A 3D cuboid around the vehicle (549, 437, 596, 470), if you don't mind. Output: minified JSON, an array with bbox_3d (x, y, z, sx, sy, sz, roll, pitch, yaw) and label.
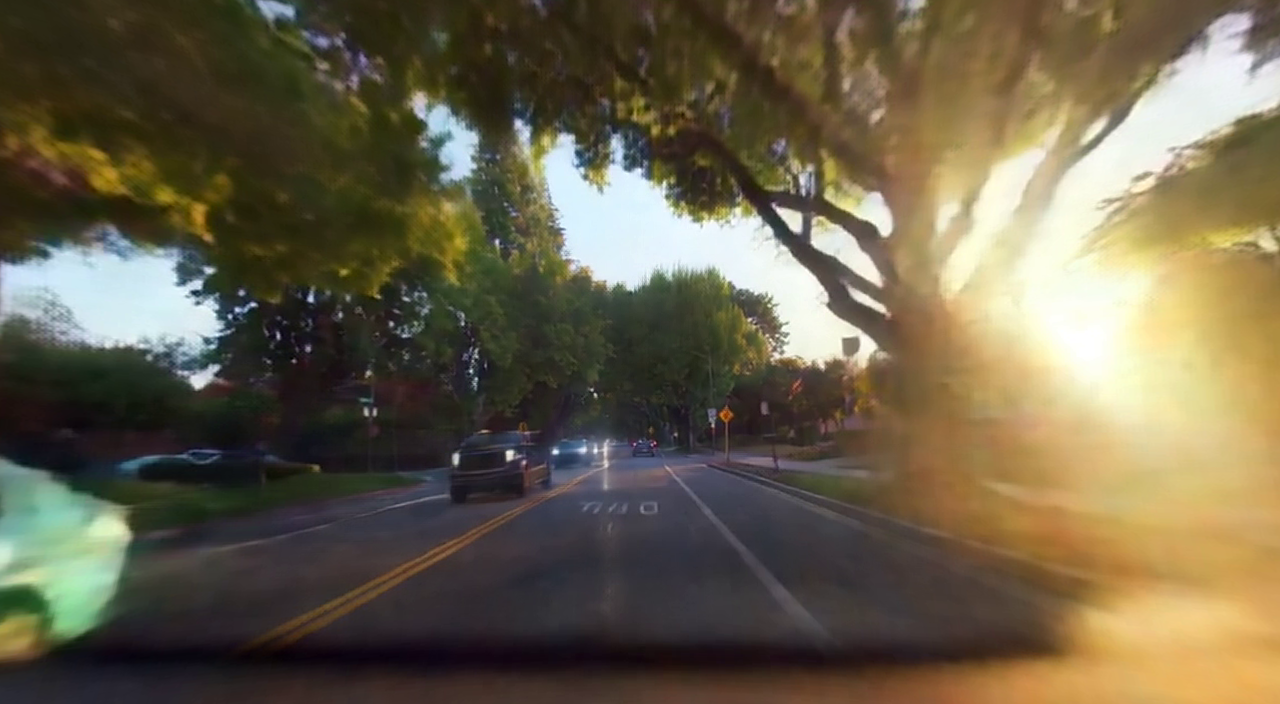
[{"bbox_3d":[-3.891,5.922,36.956,2.134,1.821,4.719,0,-8,1],"label":"vehicle"}]

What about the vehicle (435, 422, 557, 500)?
[{"bbox_3d":[-4.032,3.155,18.749,2.267,1.975,5.112,0,-8,2],"label":"vehicle"}]
